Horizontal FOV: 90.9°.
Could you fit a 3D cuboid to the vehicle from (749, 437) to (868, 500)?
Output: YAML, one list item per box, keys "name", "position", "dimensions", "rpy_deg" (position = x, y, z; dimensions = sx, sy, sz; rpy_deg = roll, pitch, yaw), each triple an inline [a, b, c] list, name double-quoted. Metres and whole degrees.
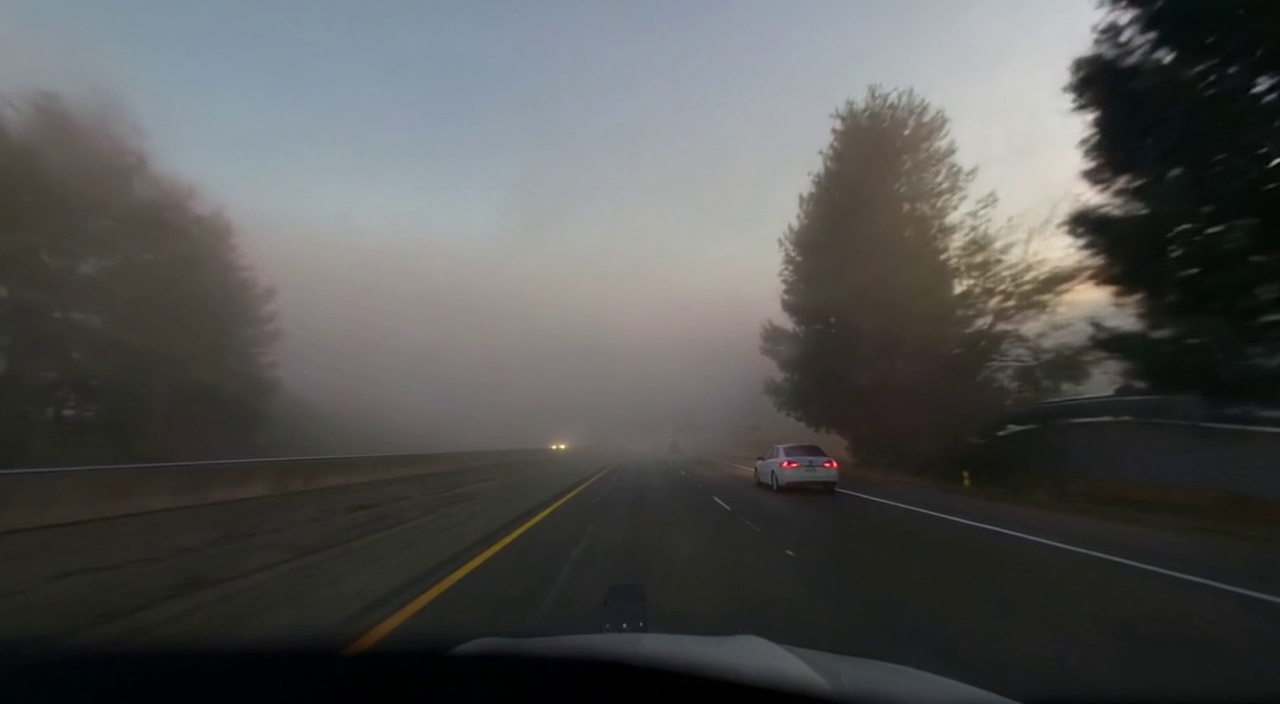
- name: "vehicle"
  position: [4.478, 3.162, 17.644]
  dimensions: [2.027, 1.487, 4.718]
  rpy_deg: [0, -8, 0]
